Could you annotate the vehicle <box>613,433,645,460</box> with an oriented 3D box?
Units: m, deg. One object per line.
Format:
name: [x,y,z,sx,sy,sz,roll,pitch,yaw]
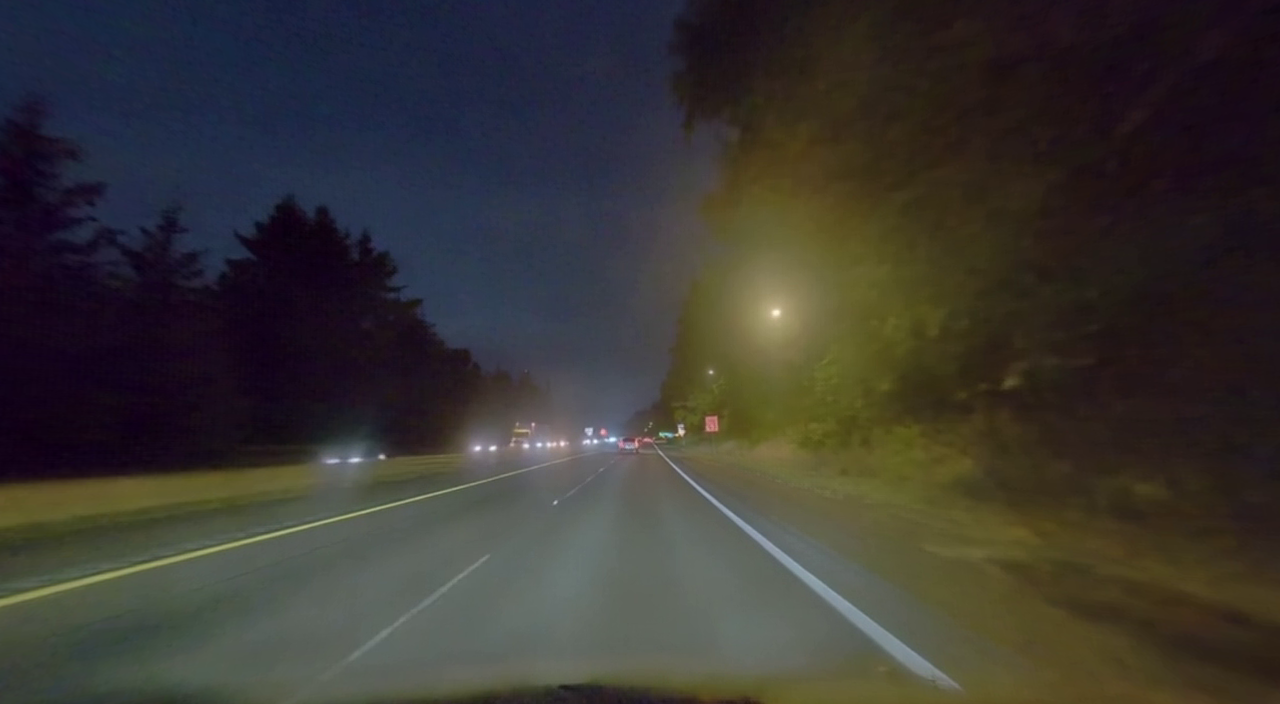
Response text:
vehicle: [-0.805,6.910,46.218,2.188,1.825,4.282,0,-8,-1]

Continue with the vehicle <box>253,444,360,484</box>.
vehicle: [-13.390,4.492,25.612,1.993,1.465,4.260,-1,-8,0]
